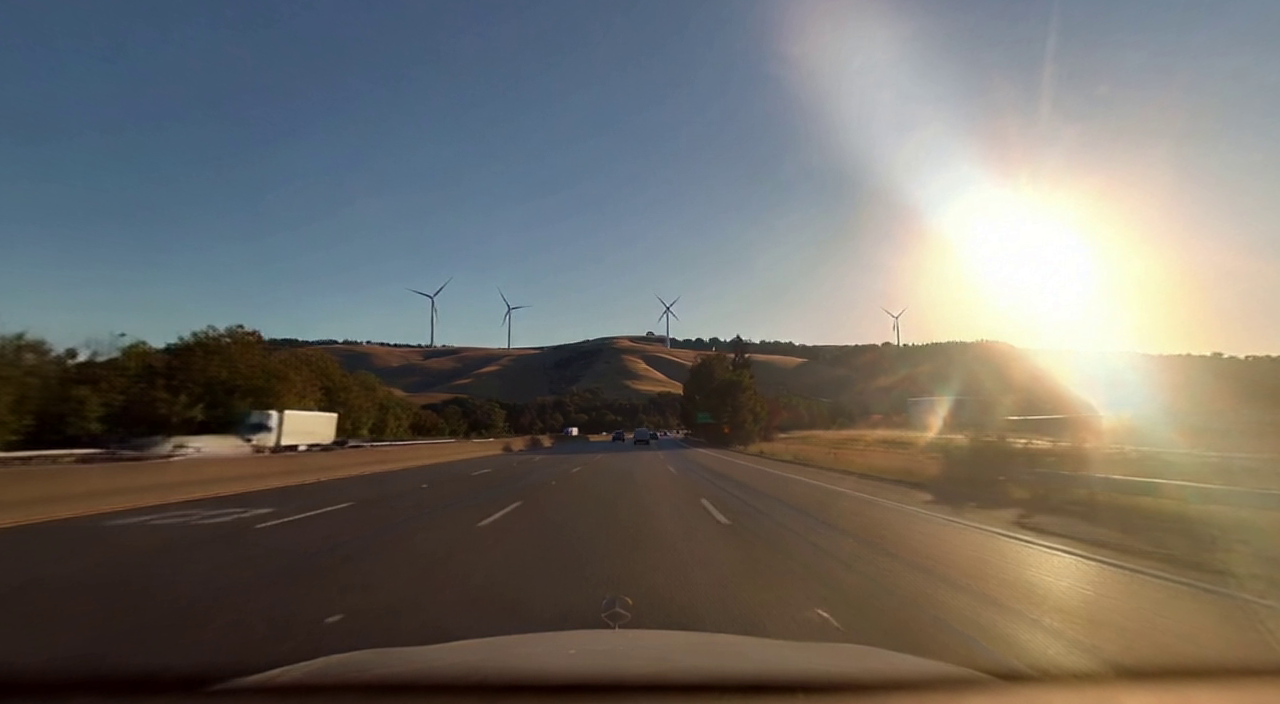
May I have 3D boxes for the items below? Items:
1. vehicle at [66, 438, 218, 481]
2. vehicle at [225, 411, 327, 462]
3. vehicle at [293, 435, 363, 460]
[{"bbox_3d":[-19.485,4.193,24.995,2.037,1.497,4.828,0,-8,1],"label":"vehicle"},{"bbox_3d":[-22.957,5.382,40.149,2.568,2.988,6.326,0,-8,1],"label":"vehicle"},{"bbox_3d":[-19.367,5.920,39.335,2.137,1.475,4.218,0,-8,1],"label":"vehicle"}]
